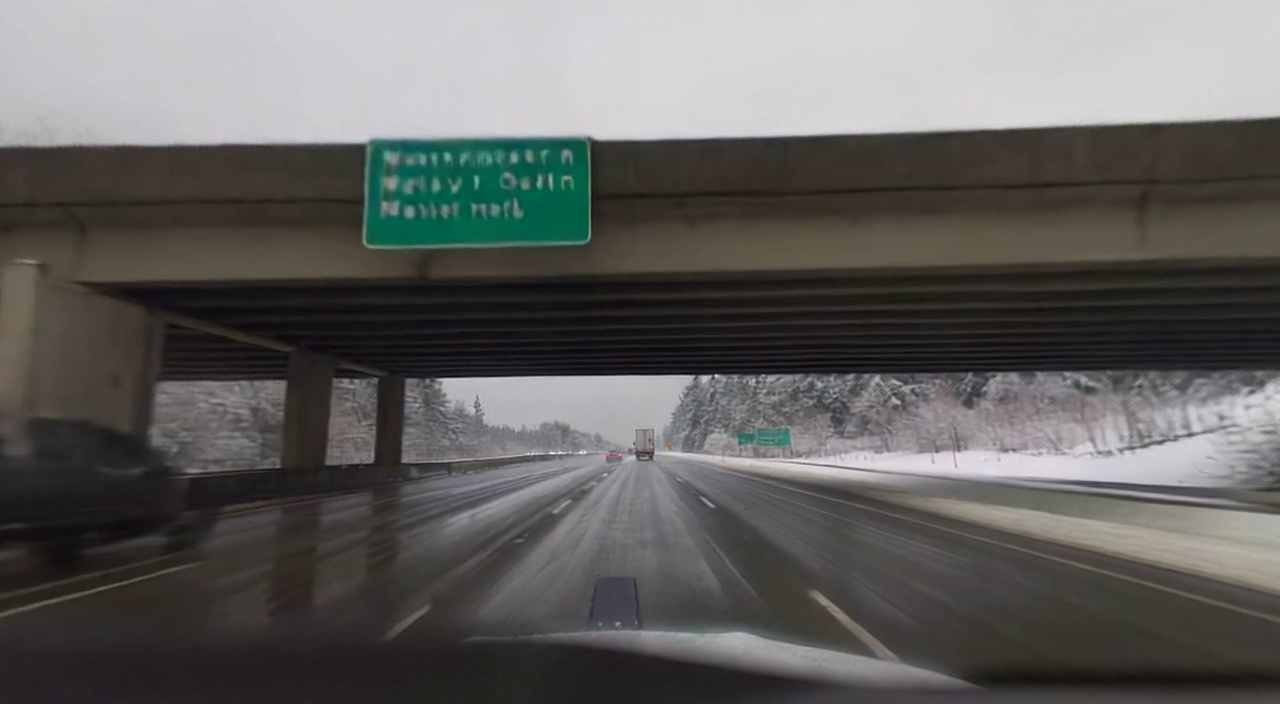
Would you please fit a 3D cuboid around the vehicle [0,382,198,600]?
[{"bbox_3d":[-6.881,1.236,5.553,2.195,1.940,5.154,0,-9,0],"label":"vehicle"}]
